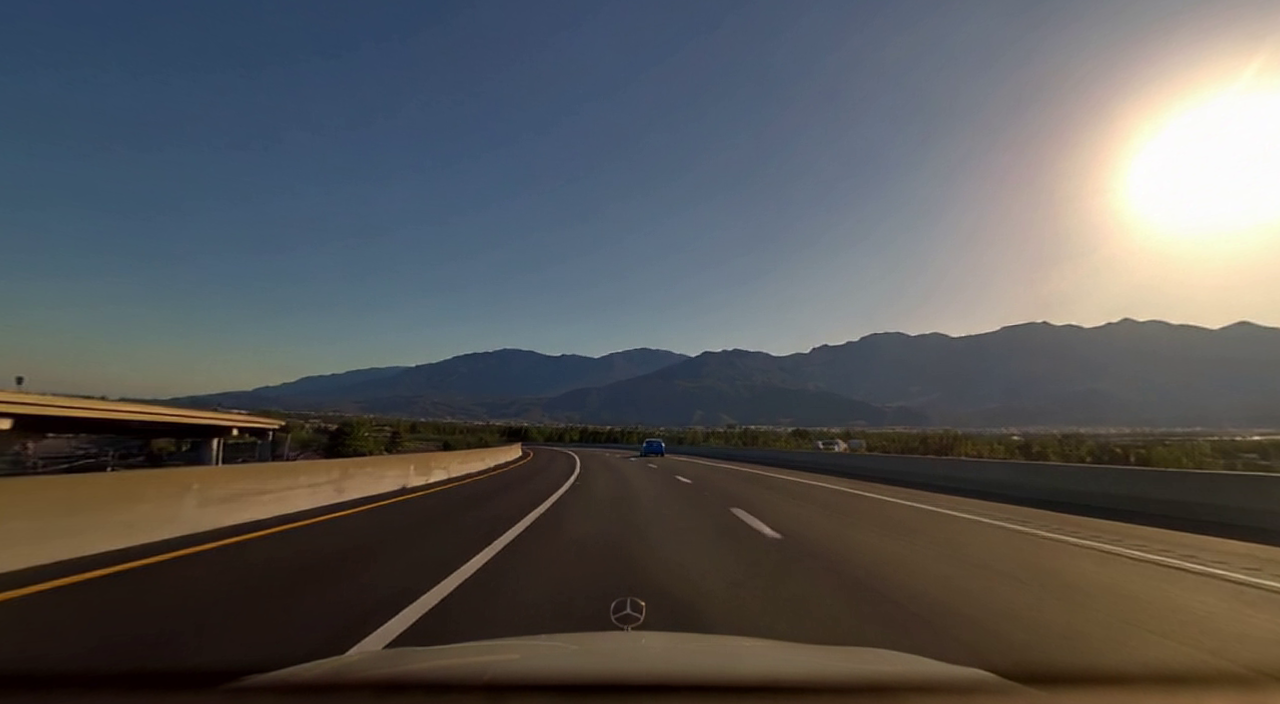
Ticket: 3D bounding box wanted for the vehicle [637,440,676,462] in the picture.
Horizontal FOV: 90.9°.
[{"bbox_3d":[1.072,6.821,43.664,1.985,1.440,4.466,1,-9,-8],"label":"vehicle"}]
